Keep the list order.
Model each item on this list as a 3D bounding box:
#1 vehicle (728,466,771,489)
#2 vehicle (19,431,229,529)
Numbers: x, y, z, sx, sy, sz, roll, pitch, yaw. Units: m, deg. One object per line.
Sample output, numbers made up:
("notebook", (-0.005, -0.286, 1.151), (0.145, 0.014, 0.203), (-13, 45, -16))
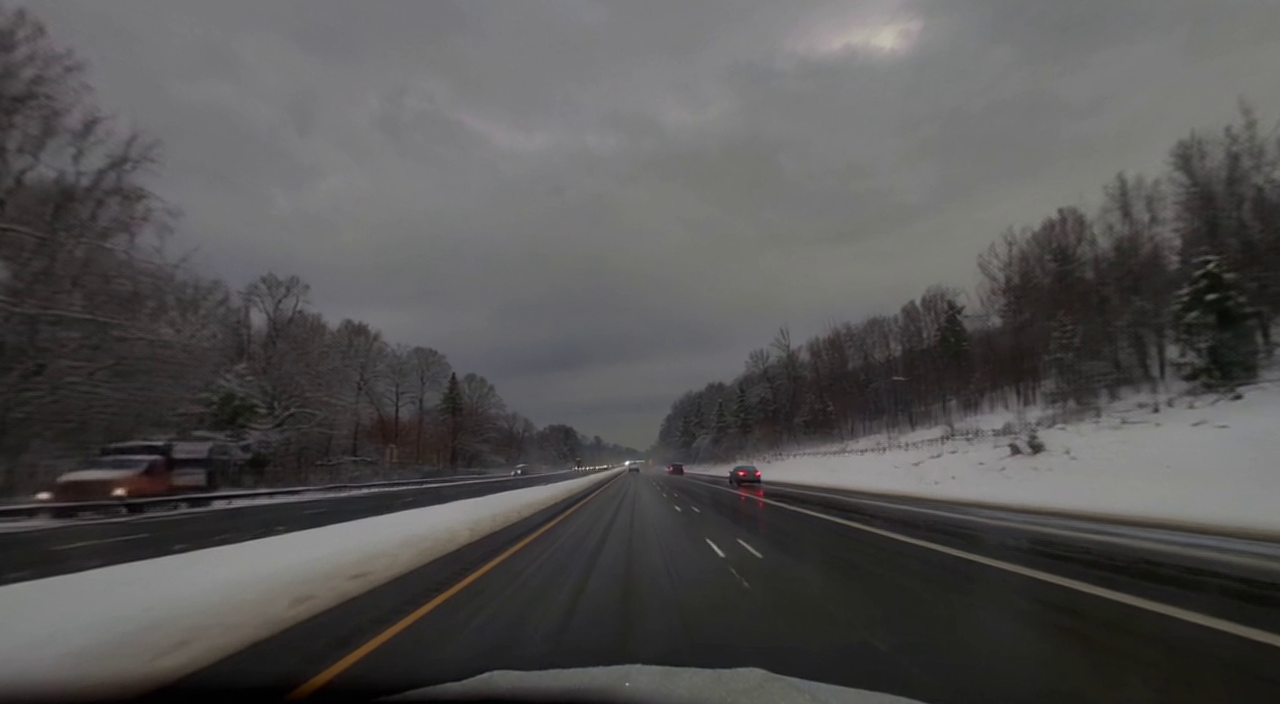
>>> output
("vehicle", (7.368, 8.506, 42.866), (2.024, 1.476, 4.352), (1, -11, -2))
("vehicle", (-19.604, 4.948, 24.691), (2.775, 3.214, 6.920), (2, -11, -7))
